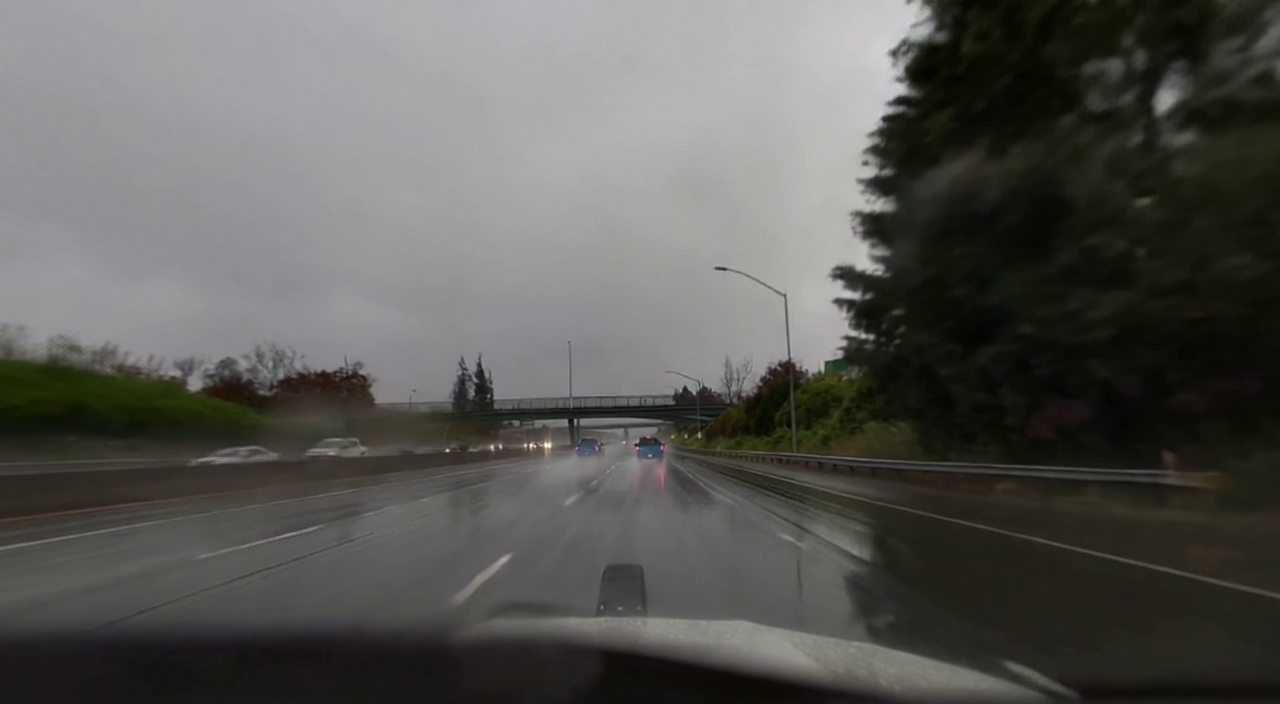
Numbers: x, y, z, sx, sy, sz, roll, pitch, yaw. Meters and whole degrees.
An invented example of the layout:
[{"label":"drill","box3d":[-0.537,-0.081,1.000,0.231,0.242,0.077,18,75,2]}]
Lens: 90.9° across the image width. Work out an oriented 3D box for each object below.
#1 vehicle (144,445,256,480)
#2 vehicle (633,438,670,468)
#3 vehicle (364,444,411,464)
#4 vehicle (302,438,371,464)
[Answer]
[{"label":"vehicle","box3d":[-20.052,5.034,29.038,1.915,1.439,4.467,0,-8,0]},{"label":"vehicle","box3d":[0.646,5.904,37.152,2.010,1.637,4.940,0,-8,0]},{"label":"vehicle","box3d":[-19.495,7.854,48.898,1.838,1.449,4.217,0,-8,1]},{"label":"vehicle","box3d":[-23.348,7.641,48.824,2.204,1.850,5.937,0,-8,2]}]
